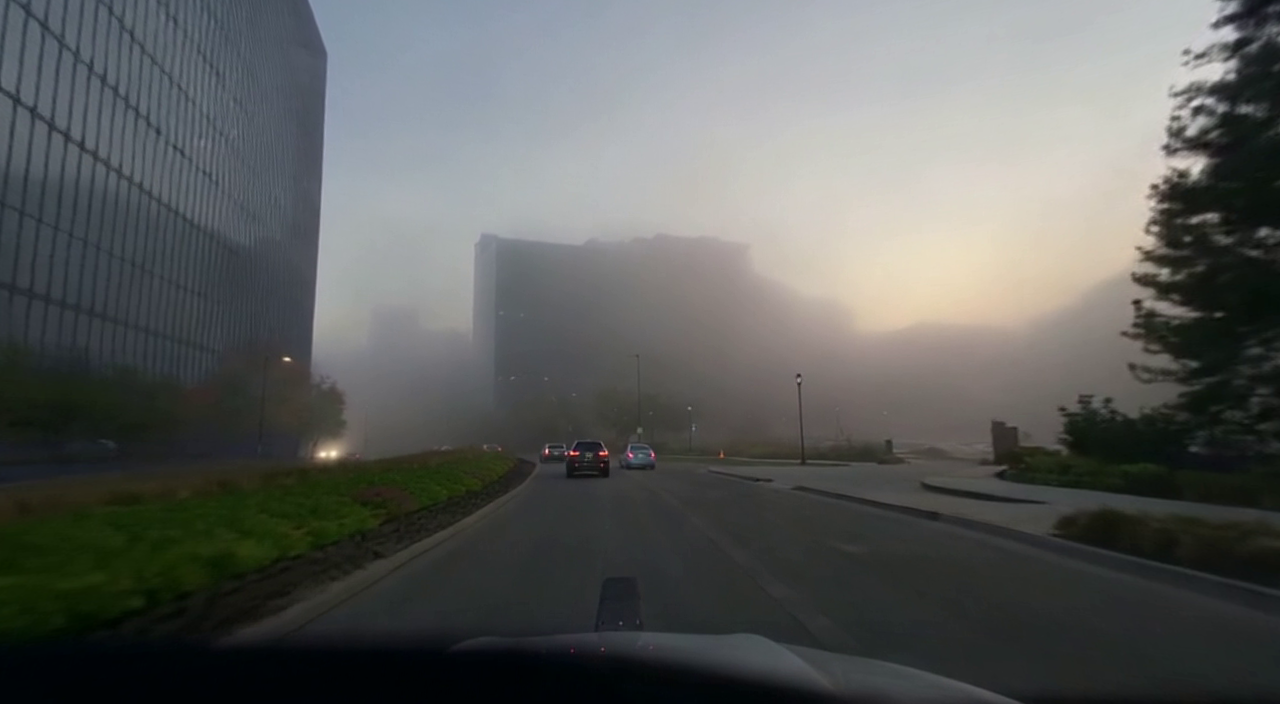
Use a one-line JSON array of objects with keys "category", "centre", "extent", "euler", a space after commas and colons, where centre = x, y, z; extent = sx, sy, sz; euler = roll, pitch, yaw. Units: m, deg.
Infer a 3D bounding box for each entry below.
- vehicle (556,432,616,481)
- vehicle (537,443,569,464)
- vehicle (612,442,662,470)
[{"category": "vehicle", "centre": [-2.211, 4.147, 25.276], "extent": [2.173, 1.761, 4.374], "euler": [1, -9, -6]}, {"category": "vehicle", "centre": [-6.803, 7.838, 48.739], "extent": [2.029, 1.515, 4.494], "euler": [2, -9, -13]}, {"category": "vehicle", "centre": [-0.259, 5.933, 36.152], "extent": [2.116, 1.506, 4.355], "euler": [2, -9, -10]}]
